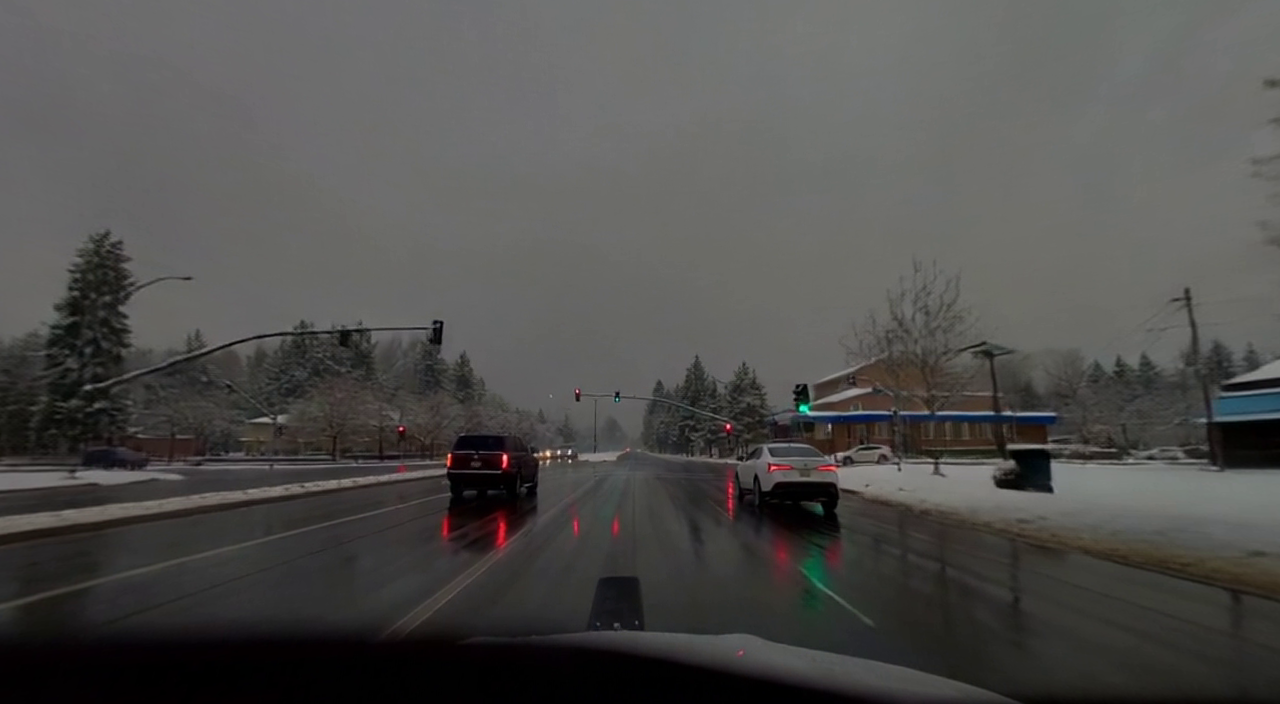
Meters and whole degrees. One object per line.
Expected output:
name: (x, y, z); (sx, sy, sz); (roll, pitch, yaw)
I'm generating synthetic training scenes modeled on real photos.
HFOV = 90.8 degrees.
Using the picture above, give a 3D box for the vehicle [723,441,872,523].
vehicle: (3.248, 2.776, 14.163); (1.975, 1.502, 4.787); (0, -9, -2)

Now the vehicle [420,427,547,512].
vehicle: (-3.718, 2.878, 15.964); (1.997, 1.806, 4.500); (0, -9, 1)

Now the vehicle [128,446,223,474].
vehicle: (-36.541, 8.493, 49.801); (5.569, 2.088, 2.426); (0, -9, 0)
